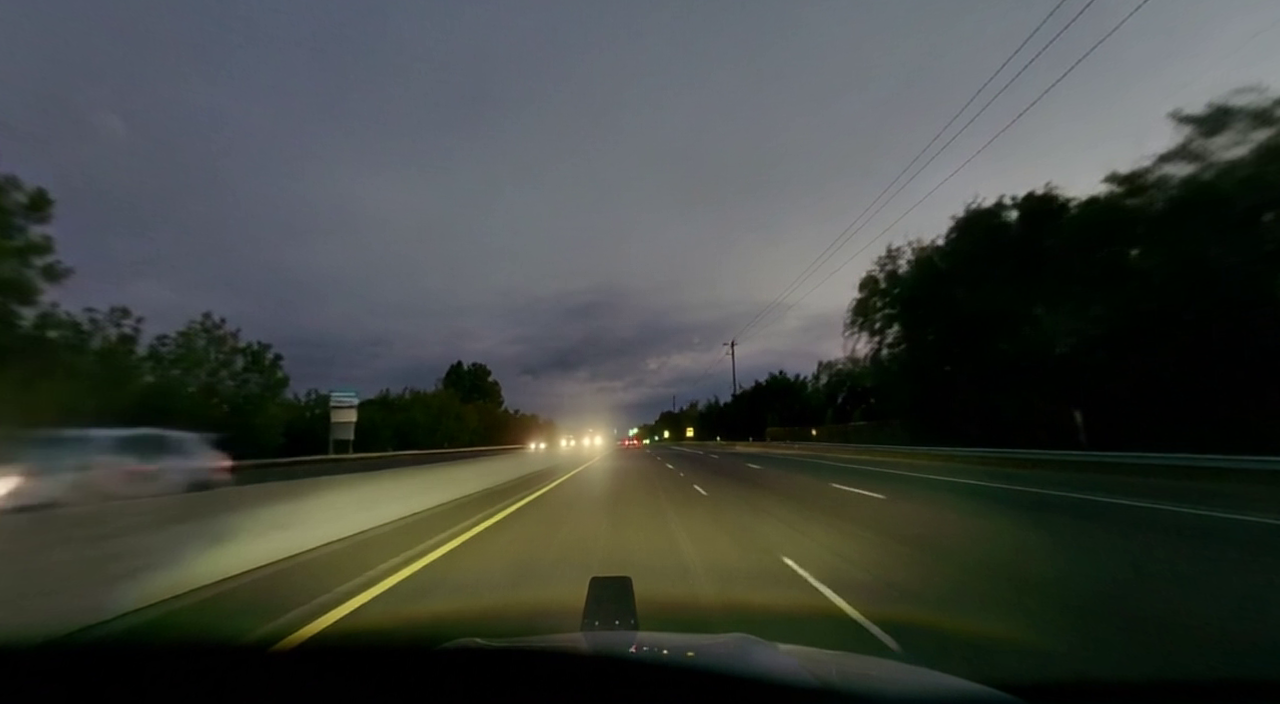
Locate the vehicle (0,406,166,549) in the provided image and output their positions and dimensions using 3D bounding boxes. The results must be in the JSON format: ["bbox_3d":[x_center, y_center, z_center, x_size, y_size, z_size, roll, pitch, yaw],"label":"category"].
[{"bbox_3d":[-9.348,1.695,8.664,2.174,1.820,4.527,0,-8,-1],"label":"vehicle"}]
